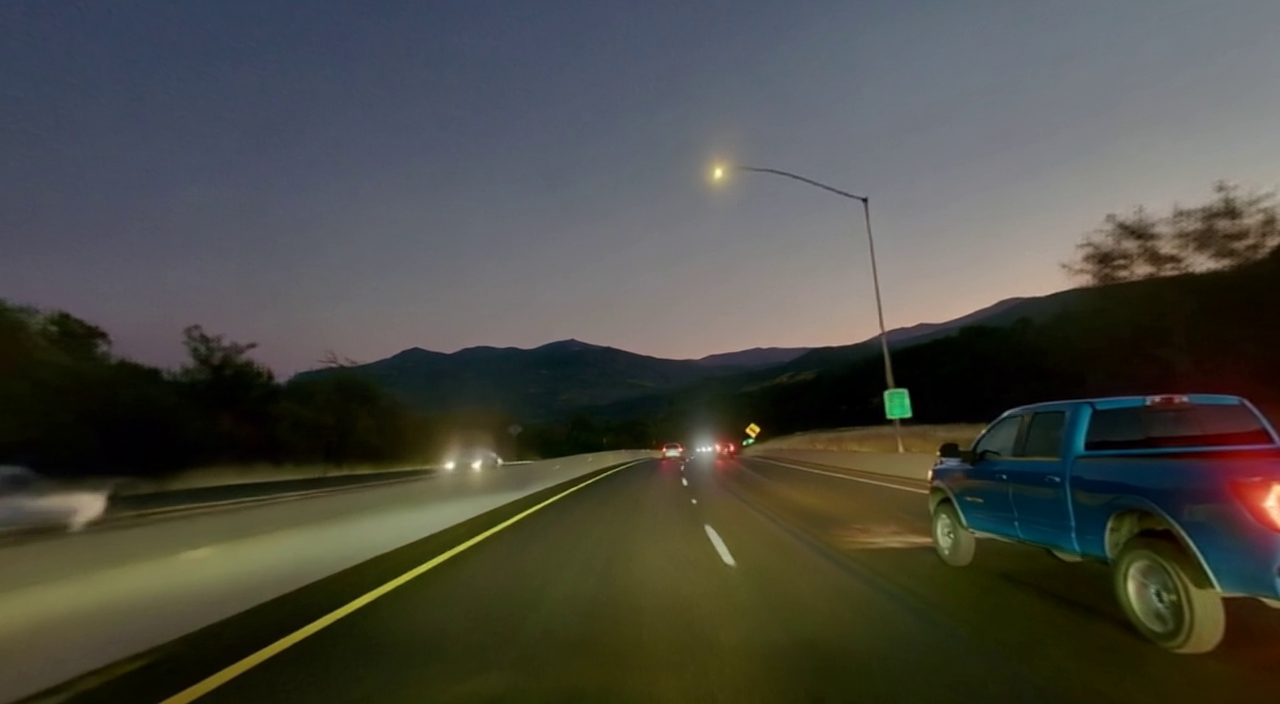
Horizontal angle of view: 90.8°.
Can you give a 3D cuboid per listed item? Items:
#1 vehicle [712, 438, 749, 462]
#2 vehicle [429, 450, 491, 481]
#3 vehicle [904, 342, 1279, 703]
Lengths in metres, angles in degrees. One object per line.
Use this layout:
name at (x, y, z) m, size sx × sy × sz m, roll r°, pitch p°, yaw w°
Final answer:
vehicle at (6.477, 7.096, 45.704) m, size 2.249 × 1.635 × 4.118 m, roll -1°, pitch -9°, yaw 3°
vehicle at (-9.919, 6.288, 35.227) m, size 1.934 × 1.602 × 4.199 m, roll -1°, pitch -9°, yaw 4°
vehicle at (3.746, 1.021, 3.884) m, size 2.151 × 1.744 × 4.709 m, roll 0°, pitch -9°, yaw 0°
